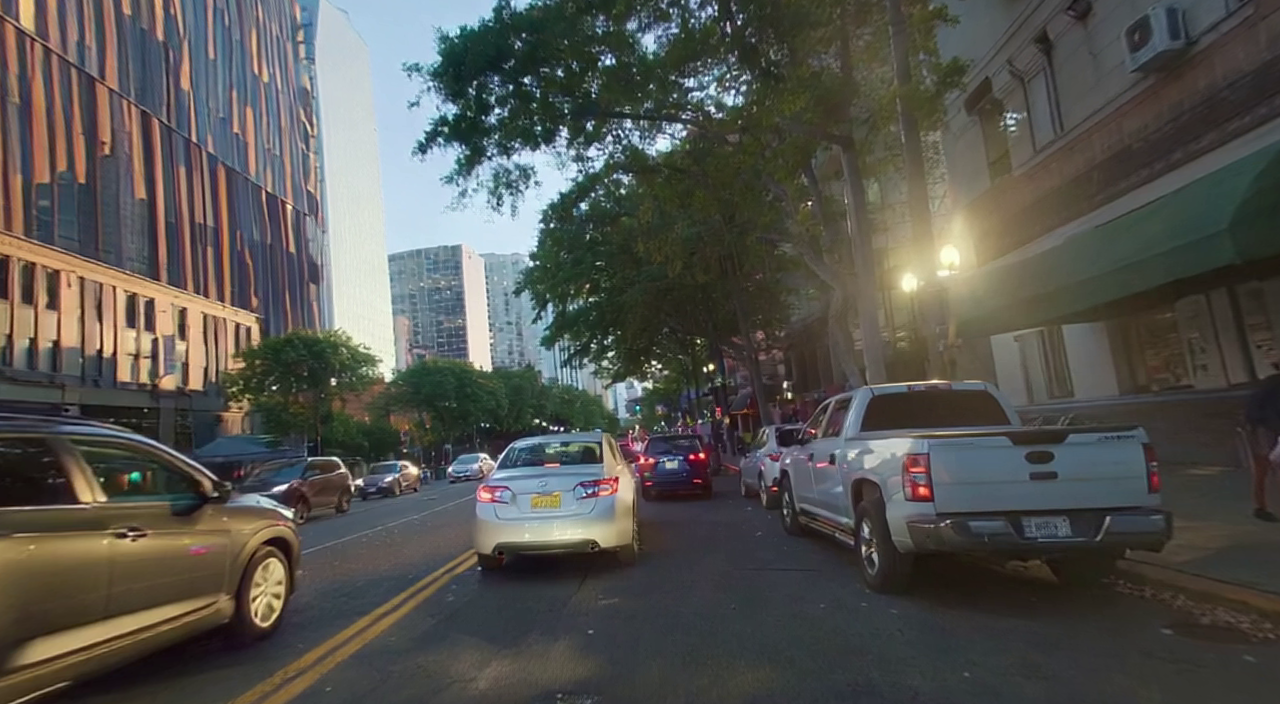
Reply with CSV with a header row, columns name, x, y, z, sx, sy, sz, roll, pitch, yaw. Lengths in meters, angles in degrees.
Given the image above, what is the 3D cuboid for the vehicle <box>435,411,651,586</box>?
name,x,y,z,sx,sy,sz,roll,pitch,yaw
vehicle,-0.922,1.714,8.160,2.076,1.667,3.948,0,-8,0

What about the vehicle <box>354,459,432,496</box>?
name,x,y,z,sx,sy,sz,roll,pitch,yaw
vehicle,-12.306,6.257,31.819,2.071,1.505,4.479,-2,-8,1

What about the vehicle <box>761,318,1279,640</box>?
name,x,y,z,sx,sy,sz,roll,pitch,yaw
vehicle,3.004,1.179,6.763,2.225,2.070,5.264,0,-8,-1

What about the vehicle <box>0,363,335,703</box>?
name,x,y,z,sx,sy,sz,roll,pitch,yaw
vehicle,-3.791,1.063,3.368,2.000,1.818,4.668,0,-8,0

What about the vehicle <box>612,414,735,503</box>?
name,x,y,z,sx,sy,sz,roll,pitch,yaw
vehicle,1.075,2.753,16.689,2.352,1.953,4.798,-2,-9,14
